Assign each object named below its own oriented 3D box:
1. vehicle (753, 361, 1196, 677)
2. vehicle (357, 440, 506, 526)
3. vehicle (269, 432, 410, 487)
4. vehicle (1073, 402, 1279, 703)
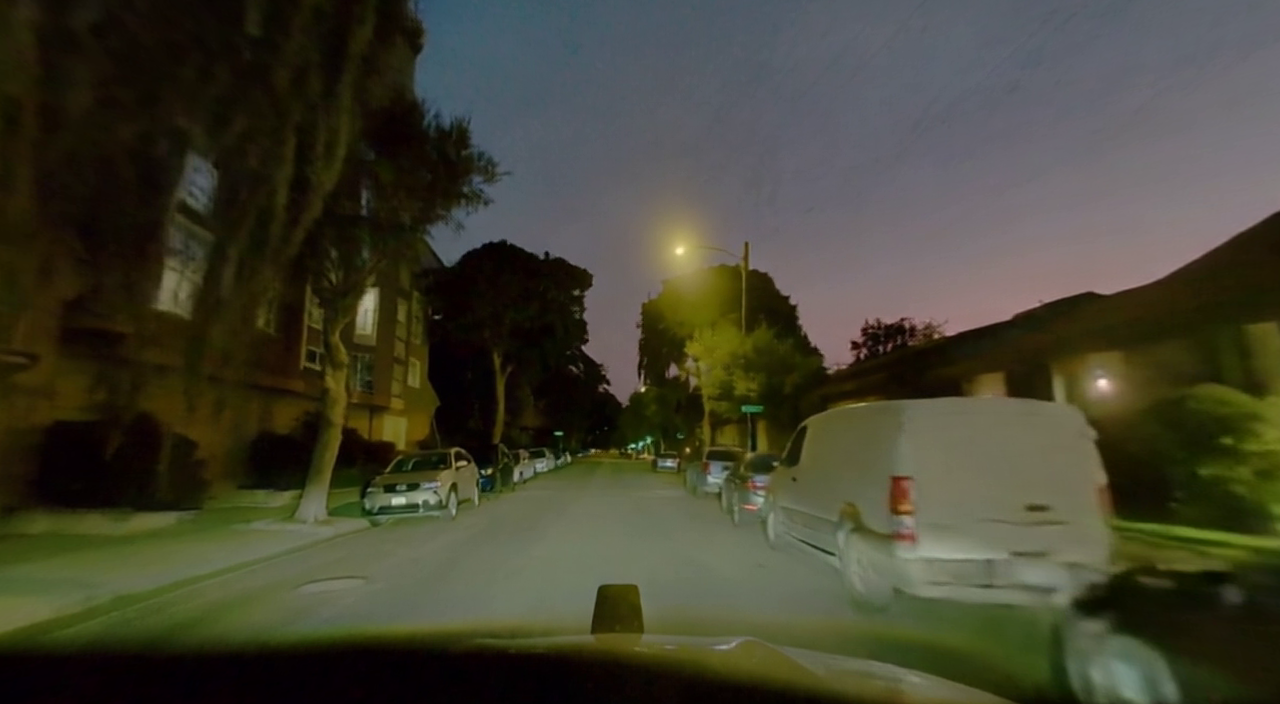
[{"bbox_3d":[2.769,1.451,6.884,1.993,2.129,4.893,-1,-7,-2],"label":"vehicle"},{"bbox_3d":[-4.518,2.867,14.557,1.908,1.493,4.806,3,-8,-2],"label":"vehicle"},{"bbox_3d":[-10.860,3.885,22.990,4.153,1.550,2.029,-2,-2,-3],"label":"vehicle"},{"bbox_3d":[2.827,0.663,0.346,1.828,1.442,4.476,-1,-7,-3],"label":"vehicle"}]
